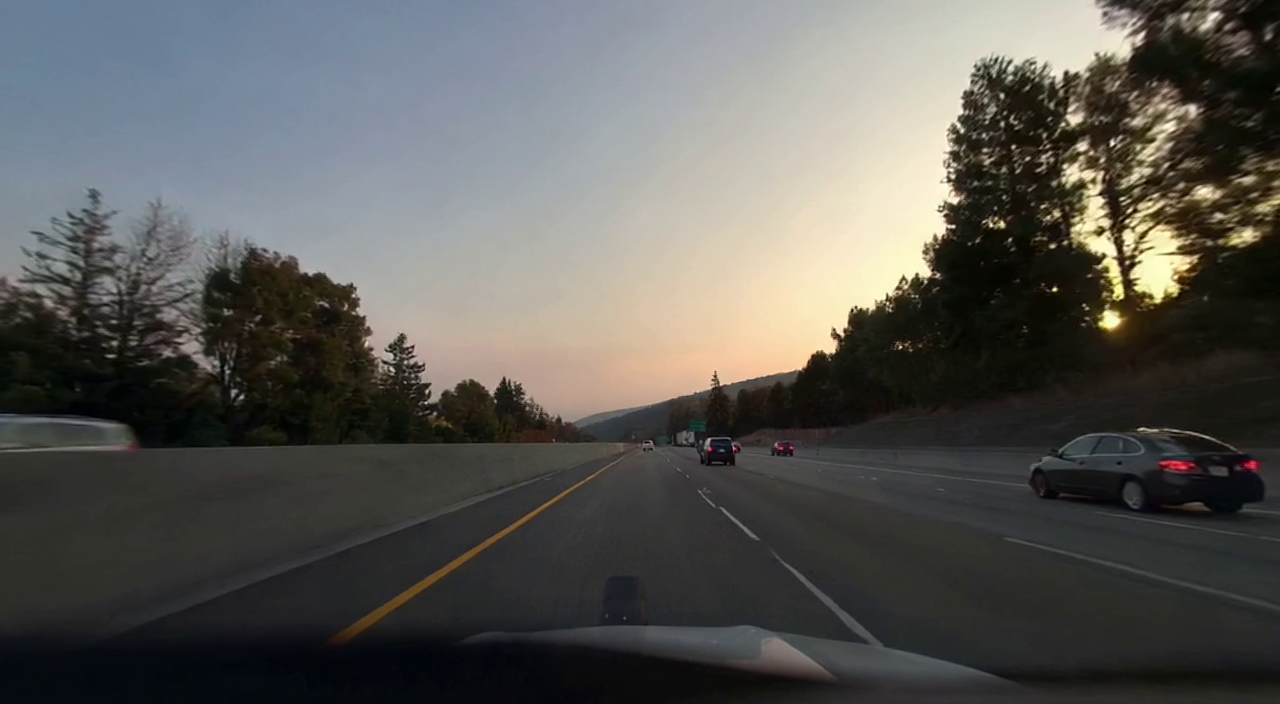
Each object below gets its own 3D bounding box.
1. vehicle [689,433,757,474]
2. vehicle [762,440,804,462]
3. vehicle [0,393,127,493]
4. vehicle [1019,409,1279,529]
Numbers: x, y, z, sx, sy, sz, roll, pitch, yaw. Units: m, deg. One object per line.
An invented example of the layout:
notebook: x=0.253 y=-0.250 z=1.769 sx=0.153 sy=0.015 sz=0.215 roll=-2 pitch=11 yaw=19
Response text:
vehicle: x=3.542 y=4.457 z=27.793 sx=2.326 sy=1.644 sz=4.206 roll=0 pitch=-8 yaw=-1
vehicle: x=10.532 y=7.327 z=46.767 sx=1.970 sy=1.479 sz=4.480 roll=0 pitch=-8 yaw=-1
vehicle: x=-11.106 y=1.485 z=10.280 sx=1.884 sy=1.582 sz=4.175 roll=0 pitch=-8 yaw=1
vehicle: x=10.303 y=2.191 z=12.474 sx=2.062 sy=1.809 sz=5.679 roll=0 pitch=-8 yaw=0
